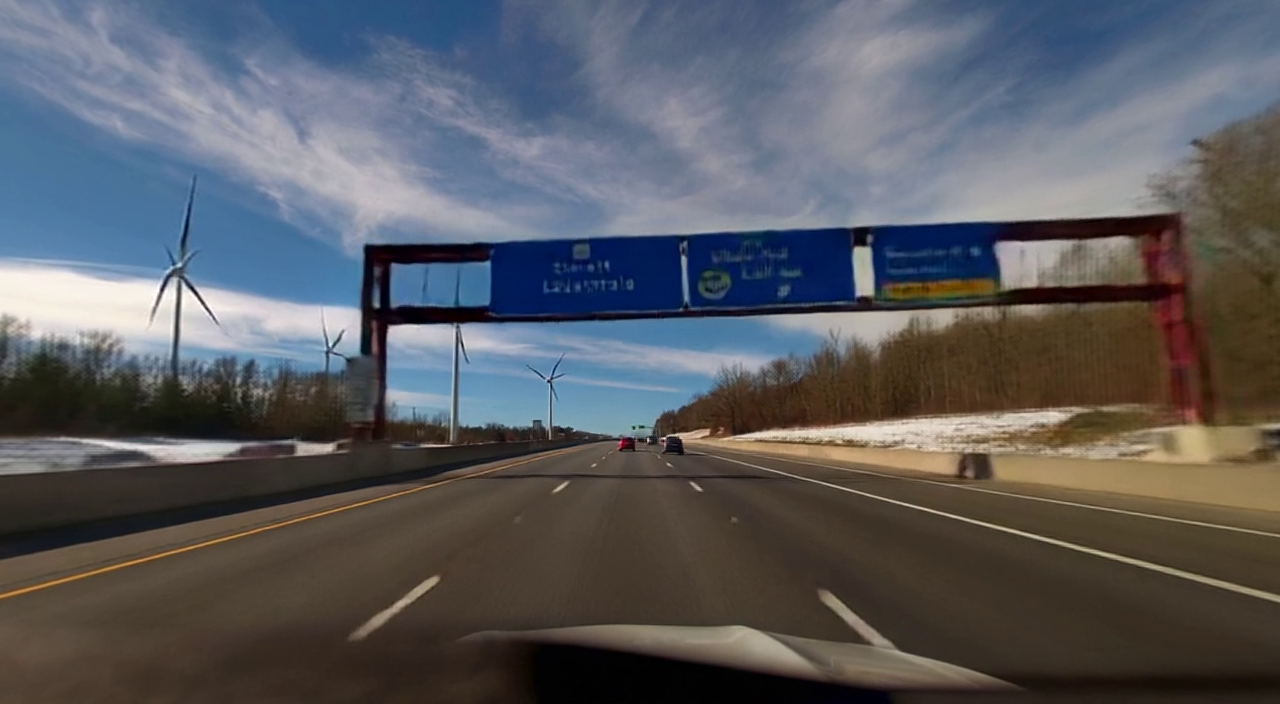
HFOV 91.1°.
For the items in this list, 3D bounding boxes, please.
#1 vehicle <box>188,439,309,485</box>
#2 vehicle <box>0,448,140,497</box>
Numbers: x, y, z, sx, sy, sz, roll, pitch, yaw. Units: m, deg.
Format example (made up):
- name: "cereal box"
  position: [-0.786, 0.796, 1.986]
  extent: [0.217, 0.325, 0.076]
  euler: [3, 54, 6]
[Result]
- name: "vehicle"
  position: [-14.455, 4.039, 23.563]
  extent: [1.862, 1.506, 4.301]
  euler: [0, -8, -2]
- name: "vehicle"
  position: [-20.099, 4.139, 22.038]
  extent: [1.767, 1.465, 4.074]
  euler: [0, -8, -1]
